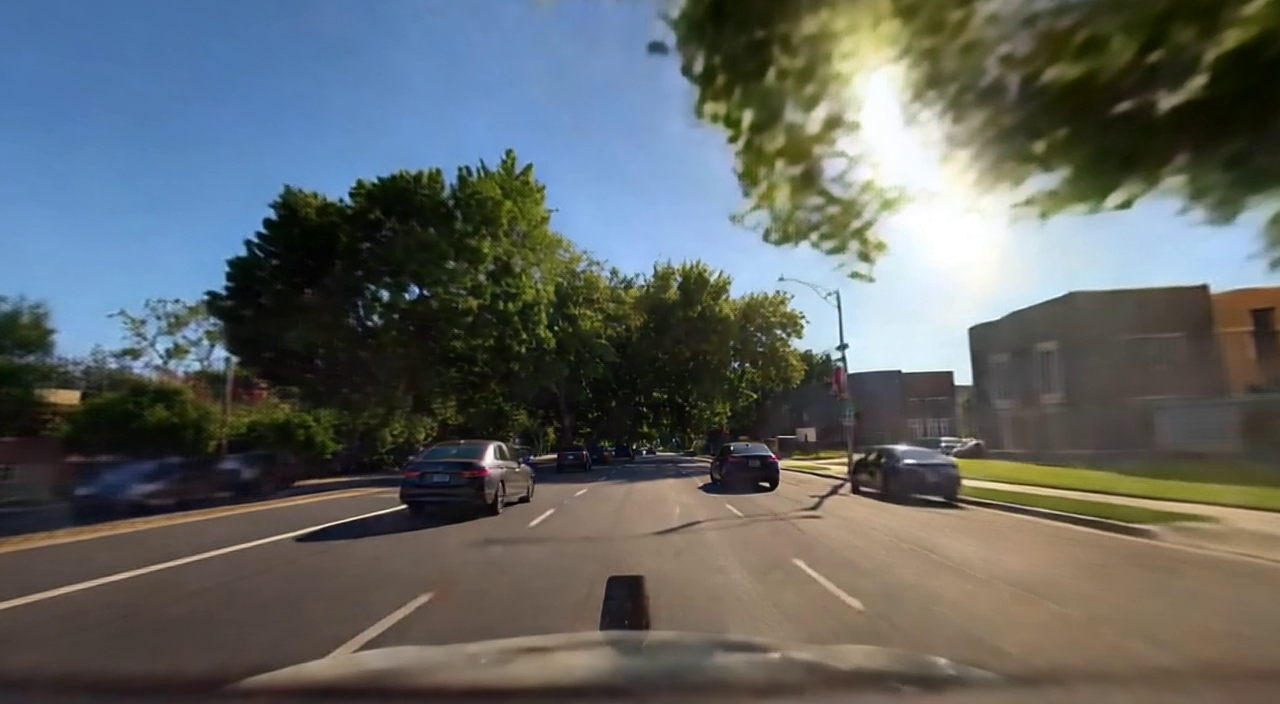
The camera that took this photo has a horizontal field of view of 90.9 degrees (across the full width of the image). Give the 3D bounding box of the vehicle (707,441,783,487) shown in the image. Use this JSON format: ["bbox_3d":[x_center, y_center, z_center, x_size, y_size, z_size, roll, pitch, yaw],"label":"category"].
[{"bbox_3d":[3.675,3.992,22.865,2.010,1.486,4.498,0,-9,0],"label":"vehicle"}]

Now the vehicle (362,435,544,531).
[{"bbox_3d":[-3.272,2.395,12.114,2.053,1.480,4.381,0,-9,2],"label":"vehicle"}]

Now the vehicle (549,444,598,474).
[{"bbox_3d":[-3.476,5.675,33.734,1.988,1.497,4.404,0,-9,2],"label":"vehicle"}]

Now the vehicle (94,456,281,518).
[{"bbox_3d":[-12.657,3.760,18.096,1.929,1.482,4.518,0,-9,2],"label":"vehicle"}]

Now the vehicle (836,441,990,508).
[{"bbox_3d":[6.558,2.963,15.745,1.912,1.433,4.265,0,-9,0],"label":"vehicle"}]
